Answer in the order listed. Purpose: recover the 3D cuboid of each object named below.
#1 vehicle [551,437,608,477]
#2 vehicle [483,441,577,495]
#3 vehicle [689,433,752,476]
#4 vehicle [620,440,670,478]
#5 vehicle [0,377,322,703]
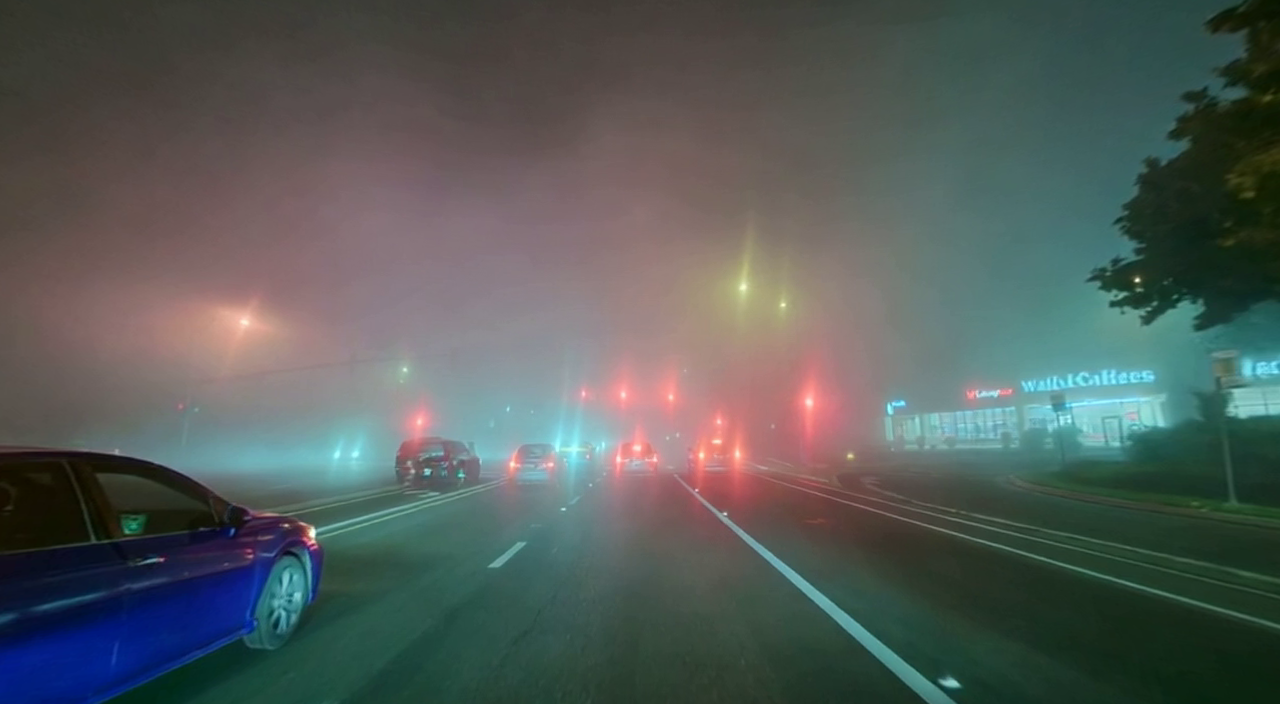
[{"bbox_3d":[-2.715,4.819,29.147,2.072,1.694,4.070,0,-9,2],"label":"vehicle"},{"bbox_3d":[-3.275,3.554,19.622,2.014,1.472,4.357,0,-9,2],"label":"vehicle"},{"bbox_3d":[3.435,4.480,27.640,2.076,1.691,4.402,0,-9,-1],"label":"vehicle"},{"bbox_3d":[0.215,4.659,27.617,2.032,1.499,3.994,0,-9,1],"label":"vehicle"},{"bbox_3d":[-3.132,0.758,1.385,2.249,1.517,4.951,0,-9,0],"label":"vehicle"}]
